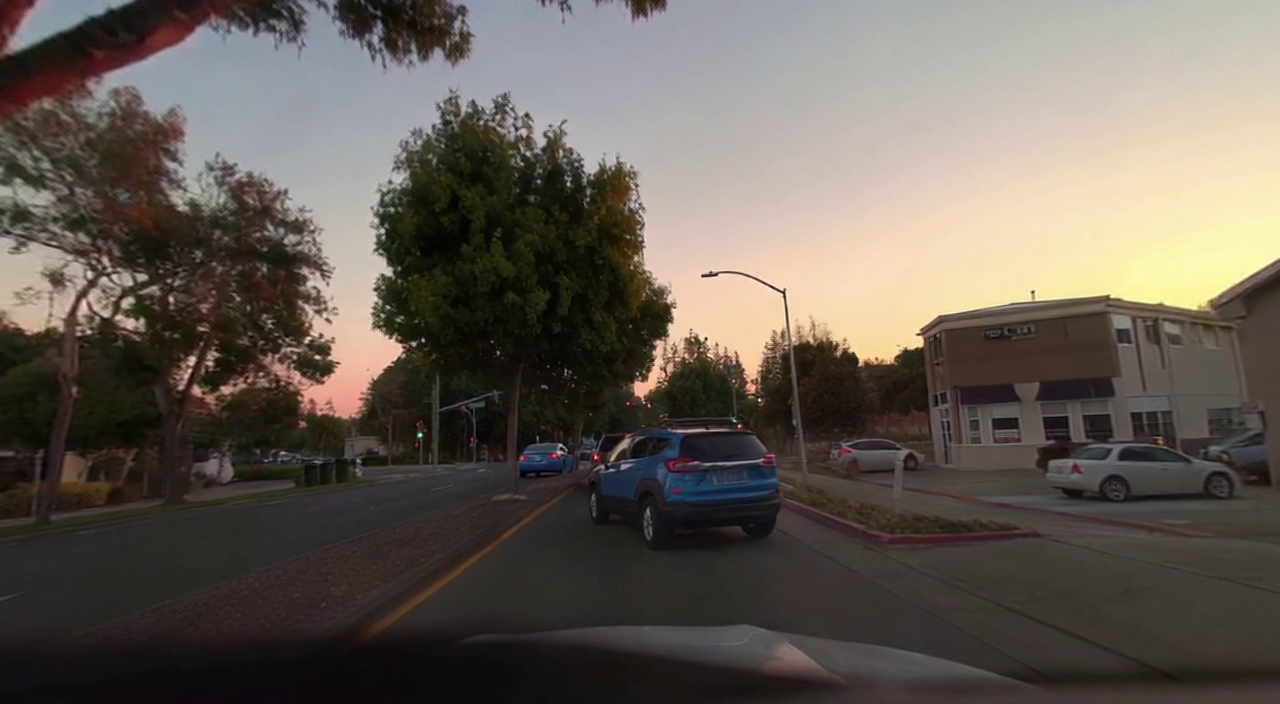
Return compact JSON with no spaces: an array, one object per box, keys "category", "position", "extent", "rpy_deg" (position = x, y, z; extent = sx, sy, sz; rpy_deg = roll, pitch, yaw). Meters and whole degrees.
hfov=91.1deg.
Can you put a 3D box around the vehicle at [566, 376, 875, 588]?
[{"category":"vehicle","position":[0.628,1.568,8.409],"extent":[2.052,1.955,4.642],"rpy_deg":[3,-9,-21]}]

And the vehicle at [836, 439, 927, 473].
[{"category":"vehicle","position":[12.130,5.216,31.598],"extent":[3.811,1.557,1.800],"rpy_deg":[1,-9,-10]}]

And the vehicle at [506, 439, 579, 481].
[{"category":"vehicle","position":[-3.657,4.162,24.441],"extent":[2.026,1.466,4.282],"rpy_deg":[0,-8,2]}]
